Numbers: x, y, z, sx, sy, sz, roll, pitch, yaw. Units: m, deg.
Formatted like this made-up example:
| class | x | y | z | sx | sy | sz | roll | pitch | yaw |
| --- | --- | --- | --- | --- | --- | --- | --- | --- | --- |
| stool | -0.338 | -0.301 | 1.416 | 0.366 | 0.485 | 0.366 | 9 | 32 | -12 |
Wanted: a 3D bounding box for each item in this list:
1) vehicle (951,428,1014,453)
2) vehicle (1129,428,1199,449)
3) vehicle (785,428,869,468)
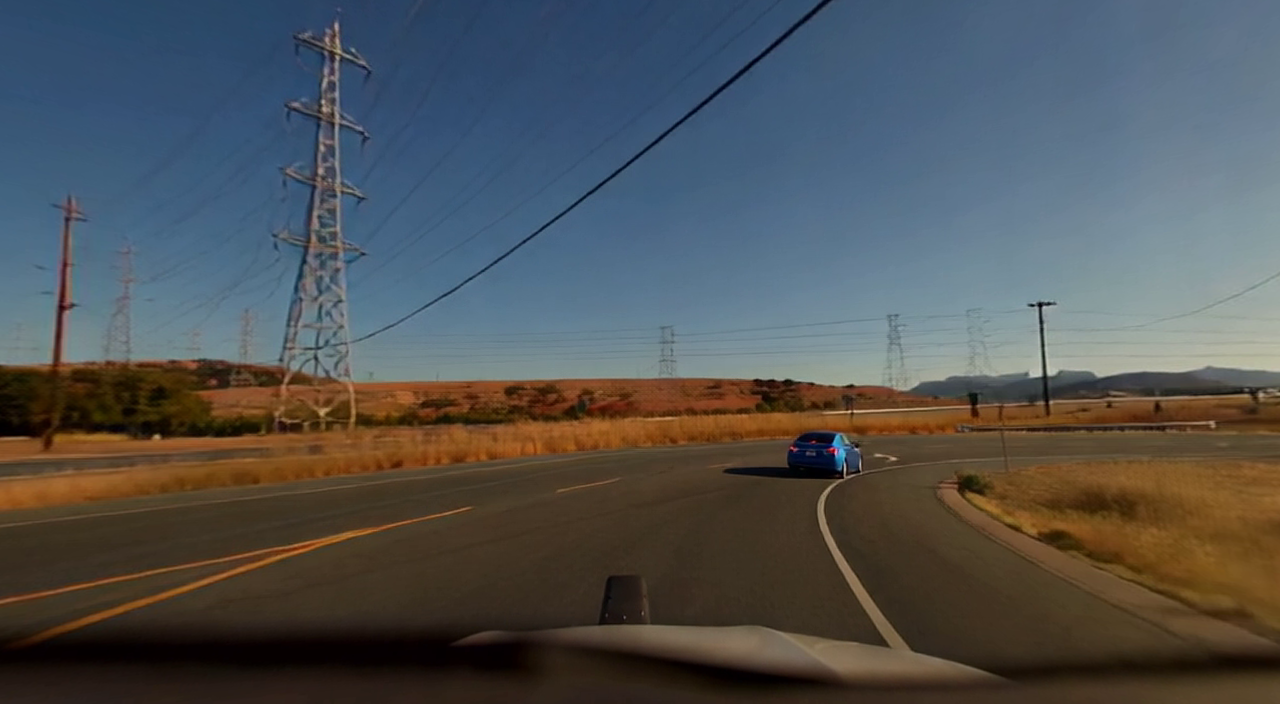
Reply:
| class | x | y | z | sx | sy | sz | roll | pitch | yaw |
| --- | --- | --- | --- | --- | --- | --- | --- | --- | --- |
| vehicle | 22.226 | 5.709 | 40.870 | 4.307 | 1.465 | 1.836 | 5 | -9 | -37 |
| vehicle | 40.191 | 6.626 | 48.370 | 4.102 | 1.552 | 1.931 | 1 | -8 | -14 |
| vehicle | 7.396 | 3.706 | 24.654 | 2.026 | 1.407 | 4.374 | -6 | -9 | 31 |
